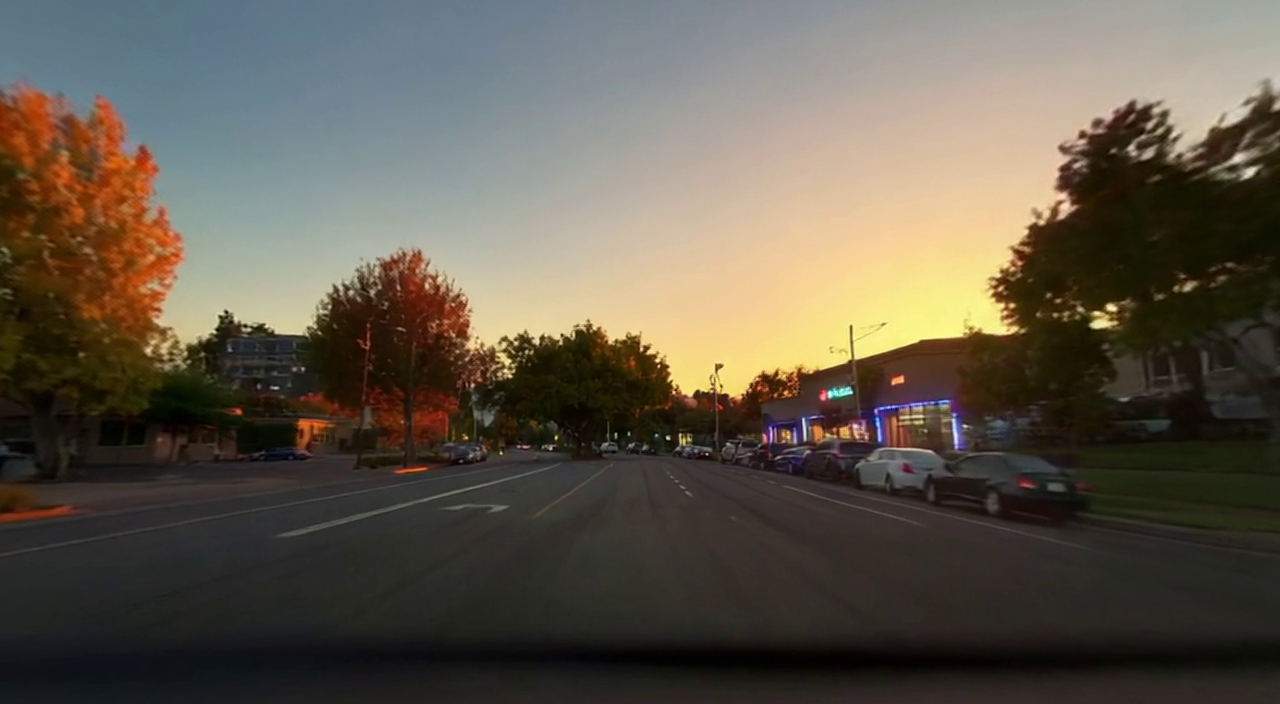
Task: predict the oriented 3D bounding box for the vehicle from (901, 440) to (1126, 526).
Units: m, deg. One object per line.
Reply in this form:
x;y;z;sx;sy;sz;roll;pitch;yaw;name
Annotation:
7.429;2.620;13.229;2.057;1.478;4.356;0;-9;1;vehicle

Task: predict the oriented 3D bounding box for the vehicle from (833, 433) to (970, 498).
7.519;3.308;18.735;2.205;1.658;4.404;0;-9;1;vehicle
